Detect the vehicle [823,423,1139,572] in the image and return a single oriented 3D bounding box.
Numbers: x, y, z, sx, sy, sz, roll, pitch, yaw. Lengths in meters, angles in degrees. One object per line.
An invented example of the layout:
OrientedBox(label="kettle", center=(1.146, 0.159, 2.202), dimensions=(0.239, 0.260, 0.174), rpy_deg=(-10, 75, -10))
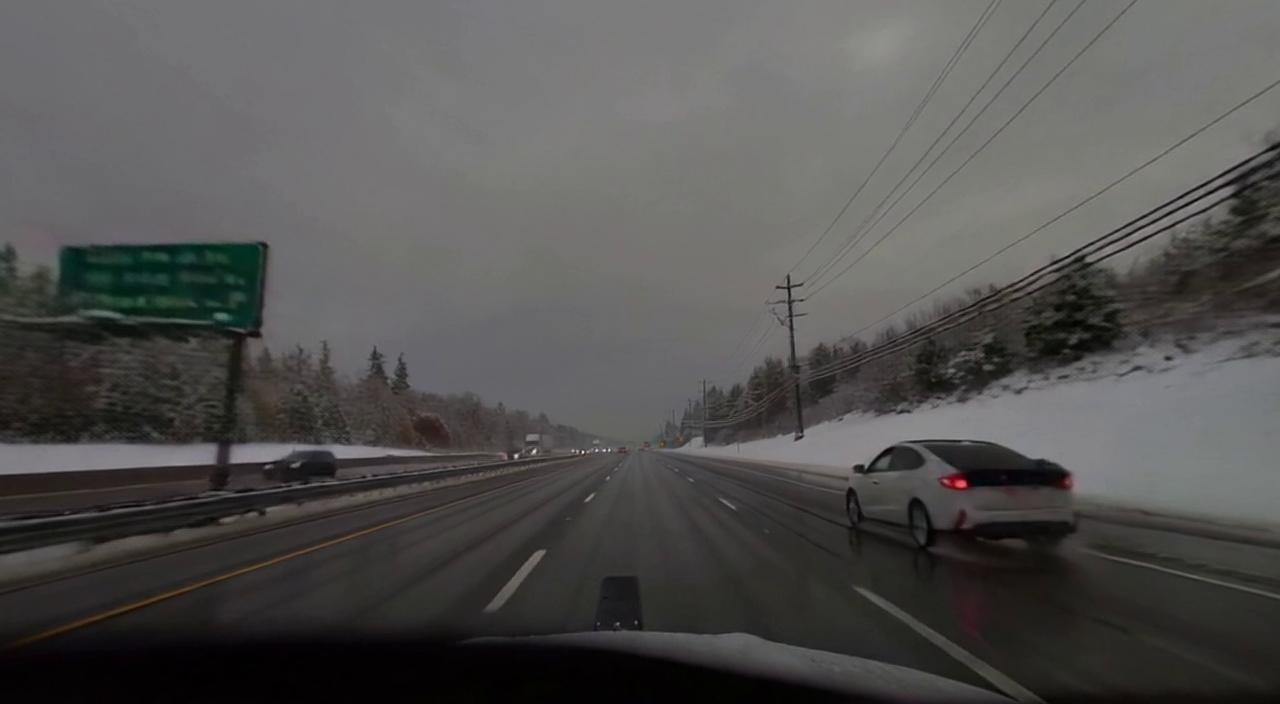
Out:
OrientedBox(label="vehicle", center=(4.256, 1.870, 8.801), dimensions=(2.054, 1.565, 4.089), rpy_deg=(0, -9, -1))

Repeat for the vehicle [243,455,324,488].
OrientedBox(label="vehicle", center=(-19.373, 6.463, 34.251), dimensions=(1.907, 1.622, 4.260), rpy_deg=(0, -9, 0))
